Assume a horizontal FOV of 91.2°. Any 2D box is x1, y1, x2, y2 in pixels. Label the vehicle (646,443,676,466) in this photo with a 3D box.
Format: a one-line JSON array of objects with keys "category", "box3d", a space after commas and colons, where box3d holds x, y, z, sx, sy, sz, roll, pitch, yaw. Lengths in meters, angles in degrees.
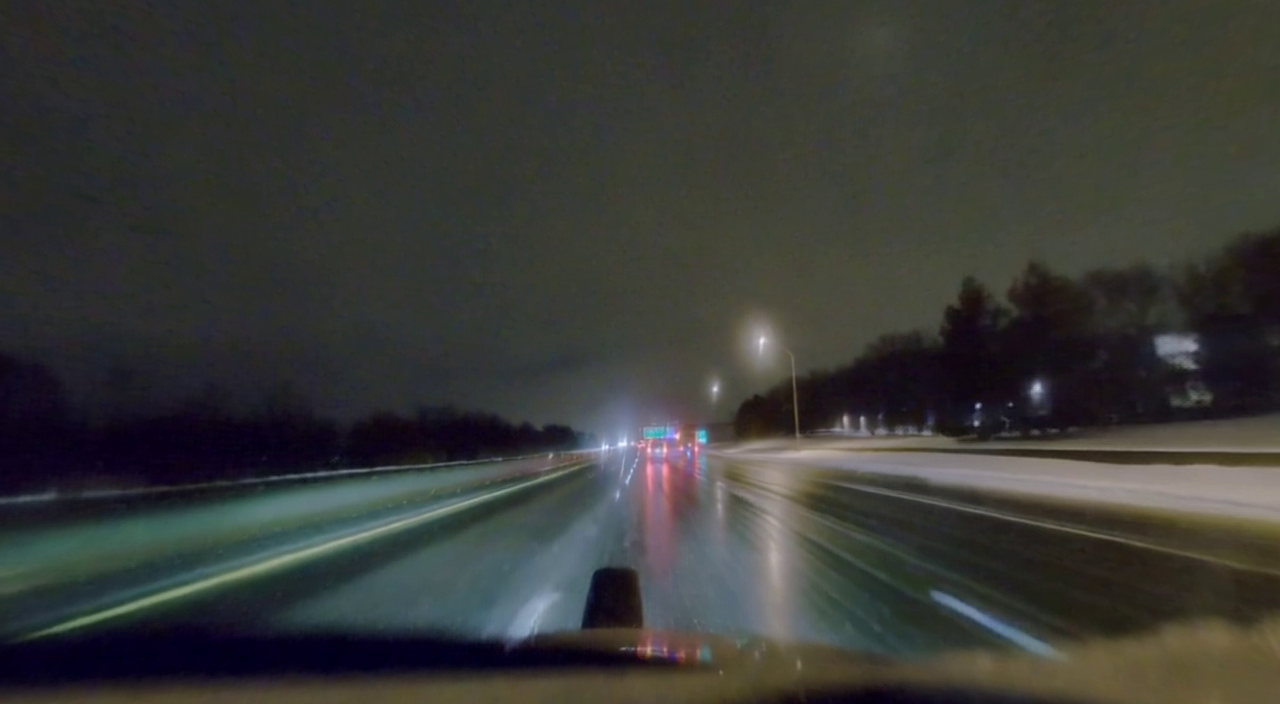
[{"category": "vehicle", "box3d": [1.445, 7.359, 45.118, 1.970, 1.560, 4.182, 0, -9, -1]}]
